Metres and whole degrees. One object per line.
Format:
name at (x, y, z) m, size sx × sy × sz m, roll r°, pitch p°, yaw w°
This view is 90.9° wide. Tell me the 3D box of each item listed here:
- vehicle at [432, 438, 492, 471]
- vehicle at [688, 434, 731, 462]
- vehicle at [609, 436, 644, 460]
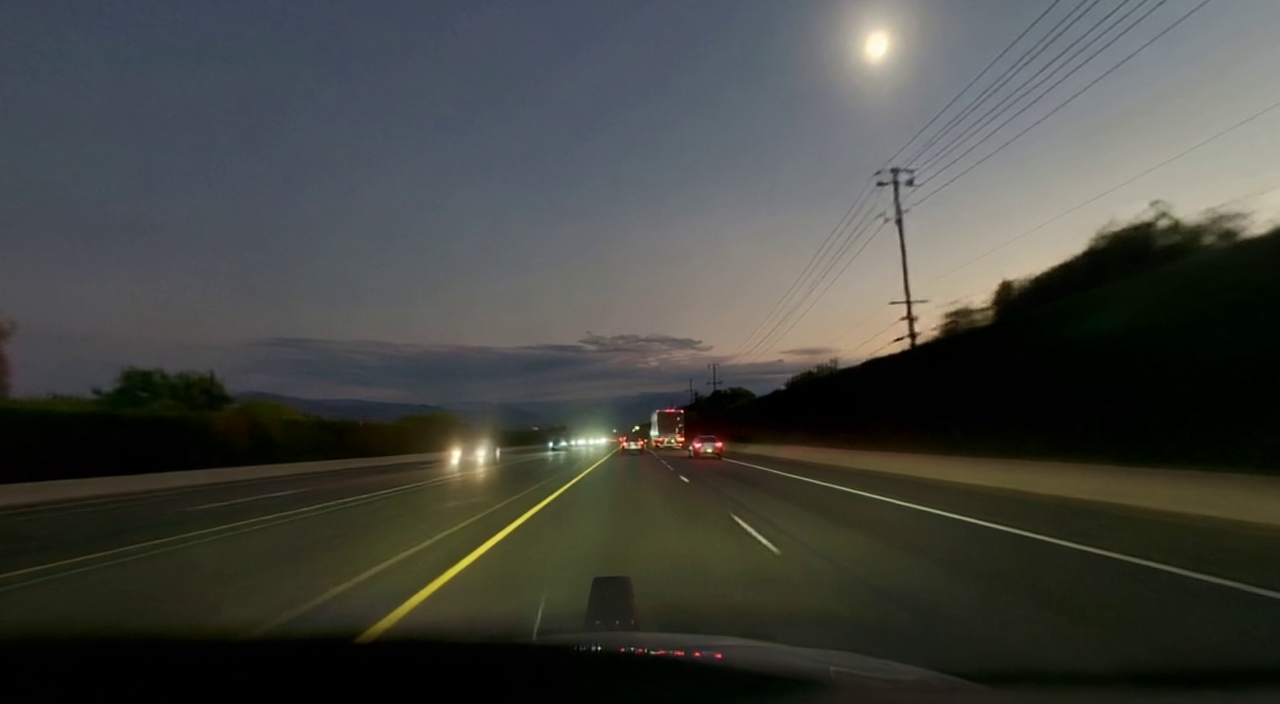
vehicle at (-9.563, 5.511, 34.283) m, size 2.031 × 1.646 × 4.303 m, roll 0°, pitch -8°, yaw 0°
vehicle at (4.041, 5.631, 37.294) m, size 1.930 × 1.573 × 3.853 m, roll 0°, pitch -8°, yaw -2°
vehicle at (-0.886, 6.250, 41.397) m, size 2.163 × 1.466 × 3.693 m, roll 0°, pitch -8°, yaw -1°
